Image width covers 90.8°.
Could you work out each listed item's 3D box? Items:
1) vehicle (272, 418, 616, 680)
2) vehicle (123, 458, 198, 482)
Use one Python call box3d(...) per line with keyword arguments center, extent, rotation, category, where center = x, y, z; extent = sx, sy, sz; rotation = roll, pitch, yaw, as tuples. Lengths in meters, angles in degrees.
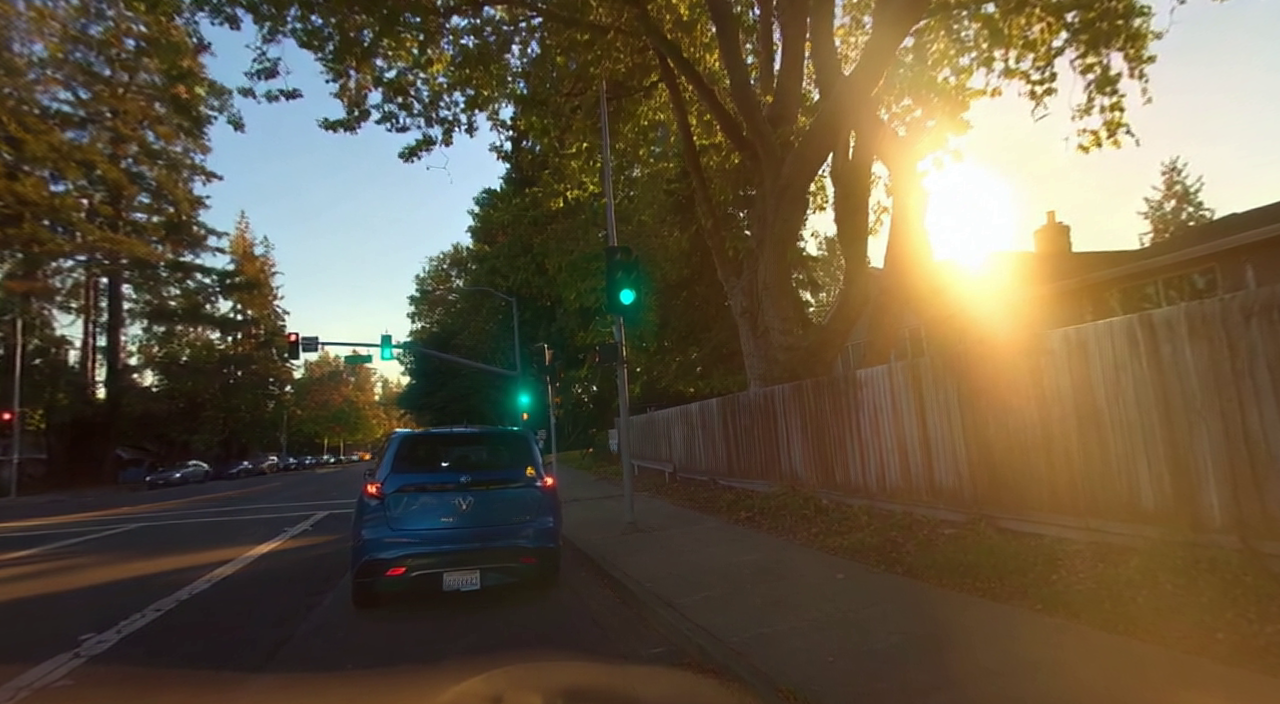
box3d(center=(-1.641, 1.447, 5.777), extent=(2.024, 1.502, 3.702), rotation=(2, -9, -15), category="vehicle")
box3d(center=(-36.131, 8.910, 47.677), extent=(3.959, 1.680, 1.785), rotation=(1, -9, -10), category="vehicle")
